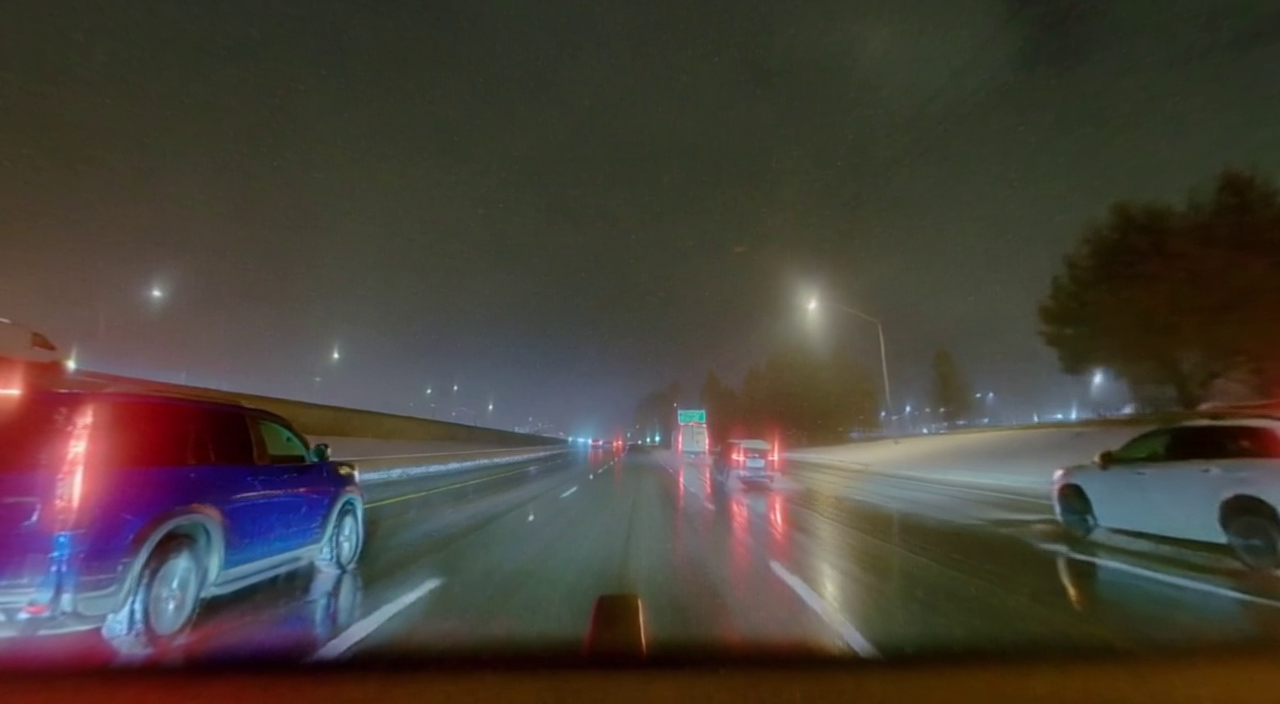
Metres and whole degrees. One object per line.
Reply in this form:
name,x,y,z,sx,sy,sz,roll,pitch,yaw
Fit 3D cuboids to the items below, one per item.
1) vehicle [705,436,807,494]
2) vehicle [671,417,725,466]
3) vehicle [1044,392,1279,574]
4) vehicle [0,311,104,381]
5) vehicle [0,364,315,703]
vehicle,3.360,3.391,19.439,2.108,1.509,5.059,0,-8,-1
vehicle,3.429,5.510,38.911,2.629,2.718,6.740,0,-8,0
vehicle,7.162,1.382,6.934,2.184,1.712,4.856,0,-8,-1
vehicle,-18.462,-0.232,17.858,2.044,1.573,4.964,-1,-8,3
vehicle,-4.130,1.010,3.888,2.000,1.646,4.201,0,-8,0
